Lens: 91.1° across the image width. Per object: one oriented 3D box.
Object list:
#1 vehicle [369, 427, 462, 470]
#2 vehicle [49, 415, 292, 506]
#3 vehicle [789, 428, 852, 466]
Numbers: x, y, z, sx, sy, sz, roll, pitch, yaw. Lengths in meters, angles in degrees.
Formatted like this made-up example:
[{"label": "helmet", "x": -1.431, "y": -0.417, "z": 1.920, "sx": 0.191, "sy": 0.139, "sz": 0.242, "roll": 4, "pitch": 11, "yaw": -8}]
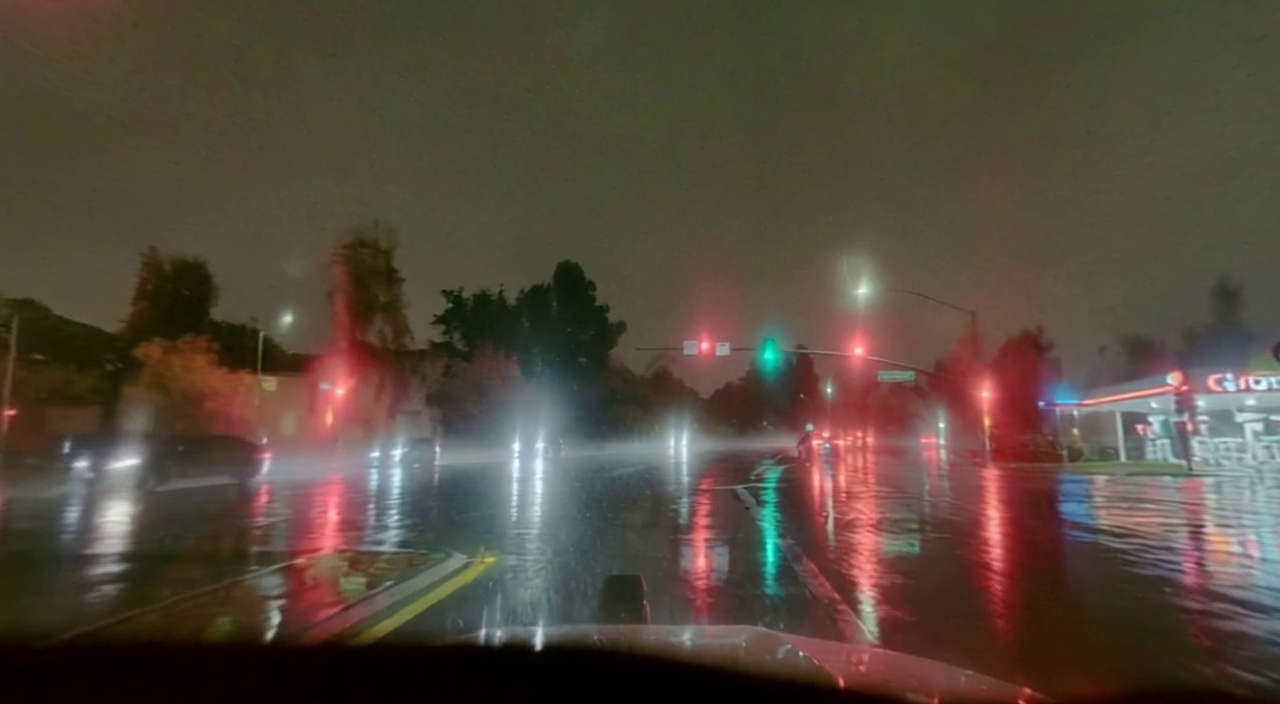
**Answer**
[{"label": "vehicle", "x": -10.072, "y": 4.392, "z": 28.587, "sx": 2.090, "sy": 1.779, "sz": 4.697, "roll": -1, "pitch": -9, "yaw": 6}, {"label": "vehicle", "x": -10.993, "y": 2.581, "z": 15.276, "sx": 2.112, "sy": 1.853, "sz": 4.516, "roll": -1, "pitch": -9, "yaw": 5}, {"label": "vehicle", "x": 8.706, "y": 4.653, "z": 30.670, "sx": 2.090, "sy": 1.717, "sz": 4.063, "roll": 0, "pitch": -8, "yaw": 4}]
